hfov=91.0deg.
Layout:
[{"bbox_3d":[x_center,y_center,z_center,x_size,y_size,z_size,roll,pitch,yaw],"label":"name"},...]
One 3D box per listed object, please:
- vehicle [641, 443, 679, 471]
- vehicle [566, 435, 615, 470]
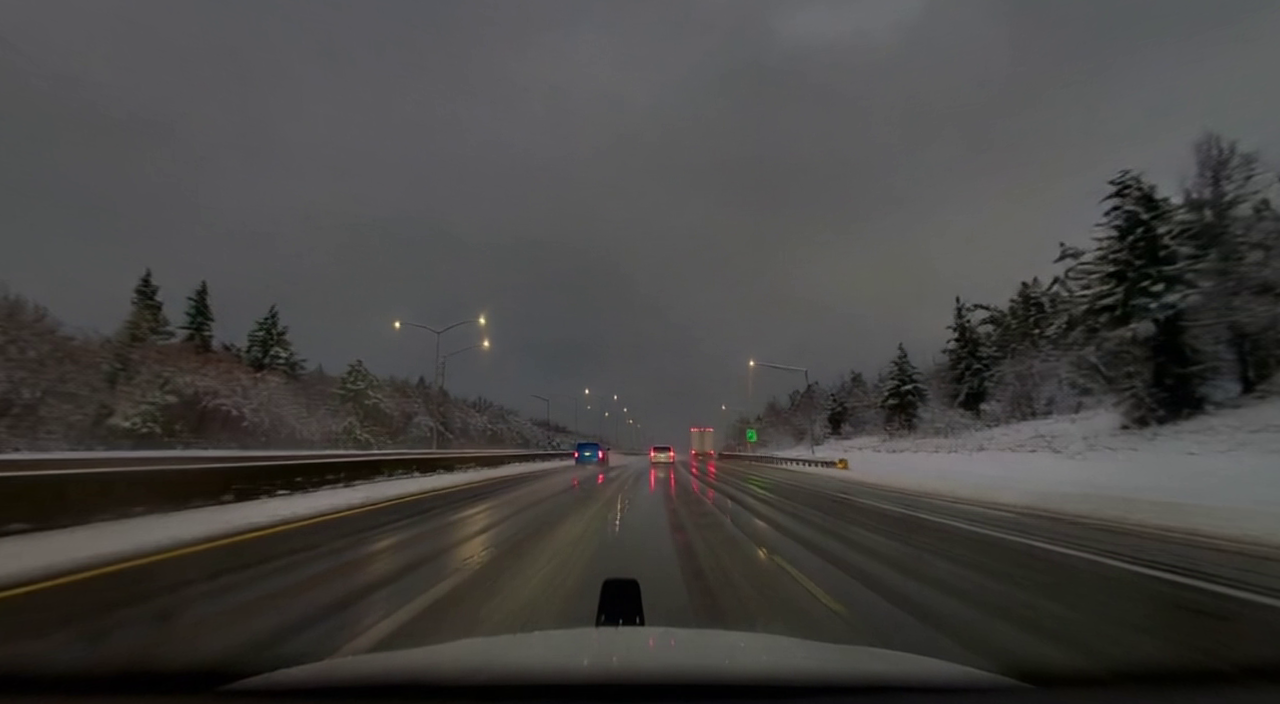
[{"bbox_3d":[1.185,6.200,37.485,2.086,1.548,4.325,0,-9,2],"label":"vehicle"},{"bbox_3d":[-2.807,5.819,36.622,2.264,1.901,4.647,-1,-9,3],"label":"vehicle"}]
